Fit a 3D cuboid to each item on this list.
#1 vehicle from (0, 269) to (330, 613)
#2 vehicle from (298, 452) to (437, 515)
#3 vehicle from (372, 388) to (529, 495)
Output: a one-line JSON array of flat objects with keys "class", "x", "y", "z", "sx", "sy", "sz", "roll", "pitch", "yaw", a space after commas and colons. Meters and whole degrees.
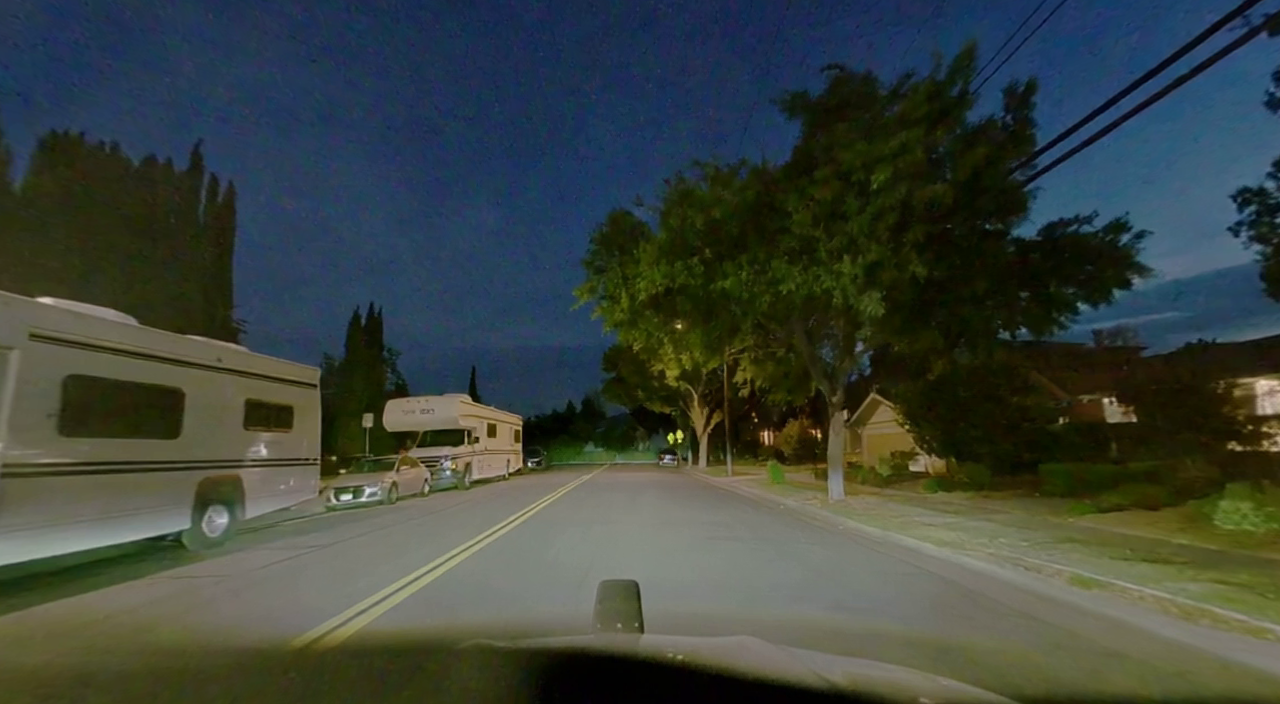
[{"class": "vehicle", "x": -7.292, "y": 1.031, "z": 7.213, "sx": 2.889, "sy": 3.119, "sz": 8.837, "roll": 0, "pitch": -9, "yaw": 1}, {"class": "vehicle", "x": -7.374, "y": 3.567, "z": 17.677, "sx": 1.932, "sy": 1.438, "sz": 4.552, "roll": 0, "pitch": -8, "yaw": -1}, {"class": "vehicle", "x": -7.259, "y": 3.929, "z": 26.756, "sx": 3.103, "sy": 3.479, "sz": 11.801, "roll": -1, "pitch": -10, "yaw": 0}]
